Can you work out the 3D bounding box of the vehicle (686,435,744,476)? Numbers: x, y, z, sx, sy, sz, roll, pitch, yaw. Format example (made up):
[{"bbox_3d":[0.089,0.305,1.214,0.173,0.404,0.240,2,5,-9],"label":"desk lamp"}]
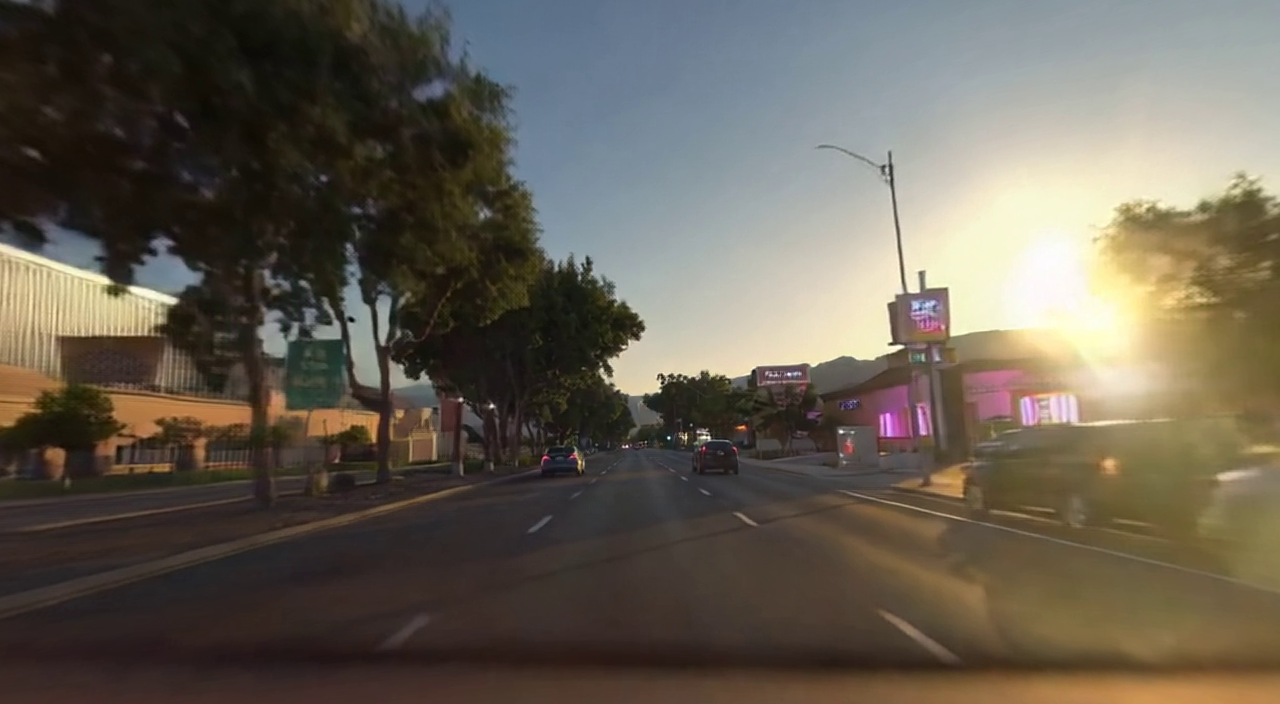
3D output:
[{"bbox_3d":[3.410,4.807,29.407,2.083,1.743,4.354,0,-8,-1],"label":"vehicle"}]

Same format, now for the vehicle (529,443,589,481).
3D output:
[{"bbox_3d":[-3.360,4.655,26.870,2.005,1.477,4.169,0,-8,0],"label":"vehicle"}]

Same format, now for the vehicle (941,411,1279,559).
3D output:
[{"bbox_3d":[6.868,1.885,9.727,1.950,1.678,4.985,0,-8,0],"label":"vehicle"}]
